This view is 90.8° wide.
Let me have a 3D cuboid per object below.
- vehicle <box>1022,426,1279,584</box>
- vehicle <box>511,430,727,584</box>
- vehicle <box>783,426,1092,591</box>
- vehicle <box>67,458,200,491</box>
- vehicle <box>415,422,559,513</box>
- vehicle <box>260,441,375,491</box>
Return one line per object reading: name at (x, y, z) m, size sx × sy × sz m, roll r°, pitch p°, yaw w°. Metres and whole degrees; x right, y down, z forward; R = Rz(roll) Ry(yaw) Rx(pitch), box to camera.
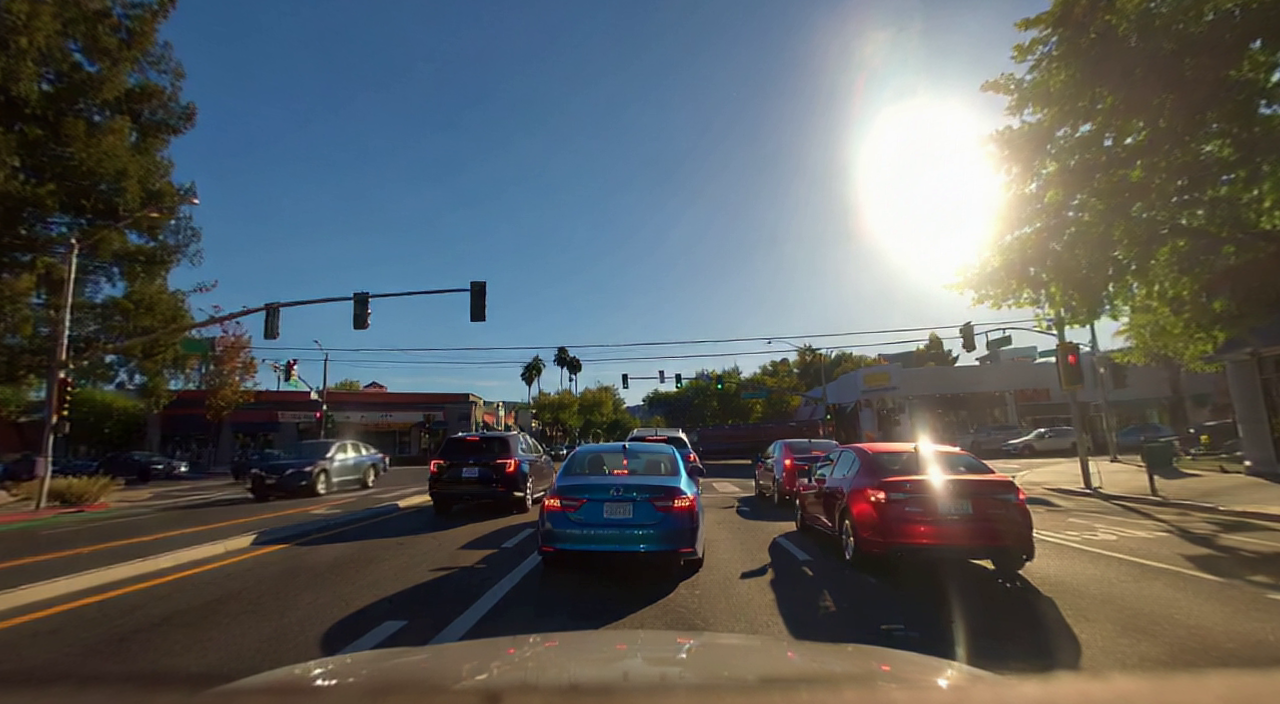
vehicle at (7.179, 1.731, 7.820) m, size 2.004 × 1.508 × 4.646 m, roll 0°, pitch -8°, yaw 0°
vehicle at (-0.177, 1.801, 8.164) m, size 2.098 × 1.477 × 3.897 m, roll 0°, pitch -8°, yaw 1°
vehicle at (3.236, 1.760, 7.997) m, size 2.020 × 1.513 × 4.120 m, roll 0°, pitch -8°, yaw 2°
vehicle at (-25.293, 6.142, 31.755) m, size 4.679 × 1.488 × 2.052 m, roll 2°, pitch -9°, yaw -12°
vehicle at (-3.431, 2.711, 15.408) m, size 2.160 × 1.823 × 5.115 m, roll 0°, pitch -8°, yaw 1°
vehicle at (-12.196, 4.311, 24.288) m, size 1.959 × 1.704 × 4.410 m, roll 0°, pitch -8°, yaw 2°
